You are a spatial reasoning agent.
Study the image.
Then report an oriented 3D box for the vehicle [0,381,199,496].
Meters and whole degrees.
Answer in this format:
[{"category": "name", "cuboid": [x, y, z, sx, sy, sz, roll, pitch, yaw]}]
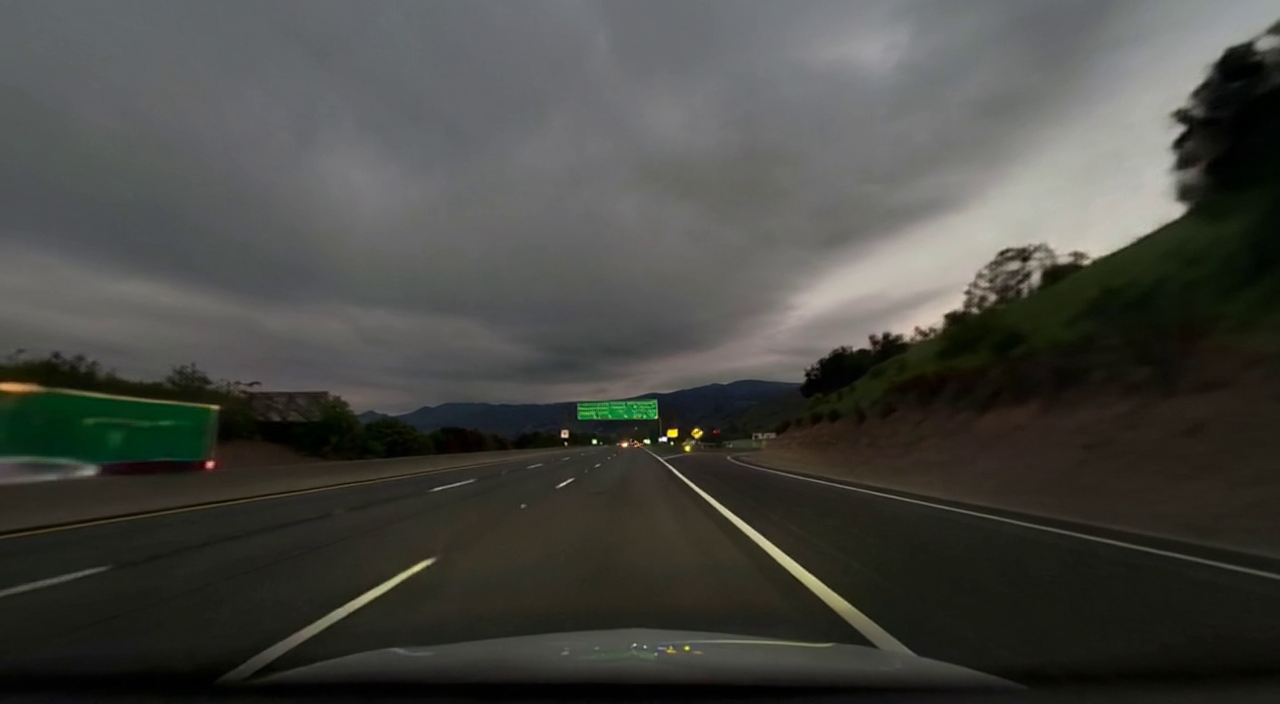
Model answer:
[{"category": "vehicle", "cuboid": [-24.265, 3.425, 24.787, 2.910, 4.051, 15.366, 0, -8, -1]}]
